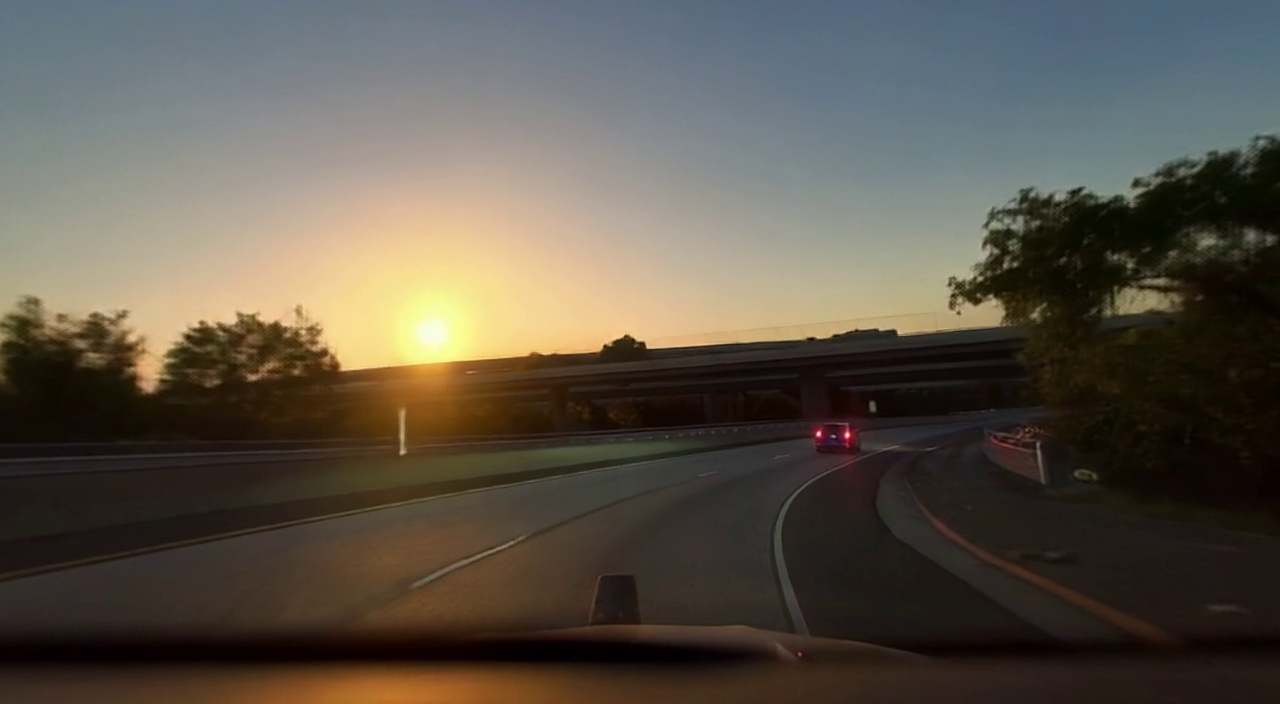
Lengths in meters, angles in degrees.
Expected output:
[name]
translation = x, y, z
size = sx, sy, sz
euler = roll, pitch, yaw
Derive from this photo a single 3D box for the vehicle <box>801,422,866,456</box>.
[vehicle]
translation = 9.402, 4.182, 30.363
size = 2.028, 1.440, 3.970
euler = -3, -8, 32
